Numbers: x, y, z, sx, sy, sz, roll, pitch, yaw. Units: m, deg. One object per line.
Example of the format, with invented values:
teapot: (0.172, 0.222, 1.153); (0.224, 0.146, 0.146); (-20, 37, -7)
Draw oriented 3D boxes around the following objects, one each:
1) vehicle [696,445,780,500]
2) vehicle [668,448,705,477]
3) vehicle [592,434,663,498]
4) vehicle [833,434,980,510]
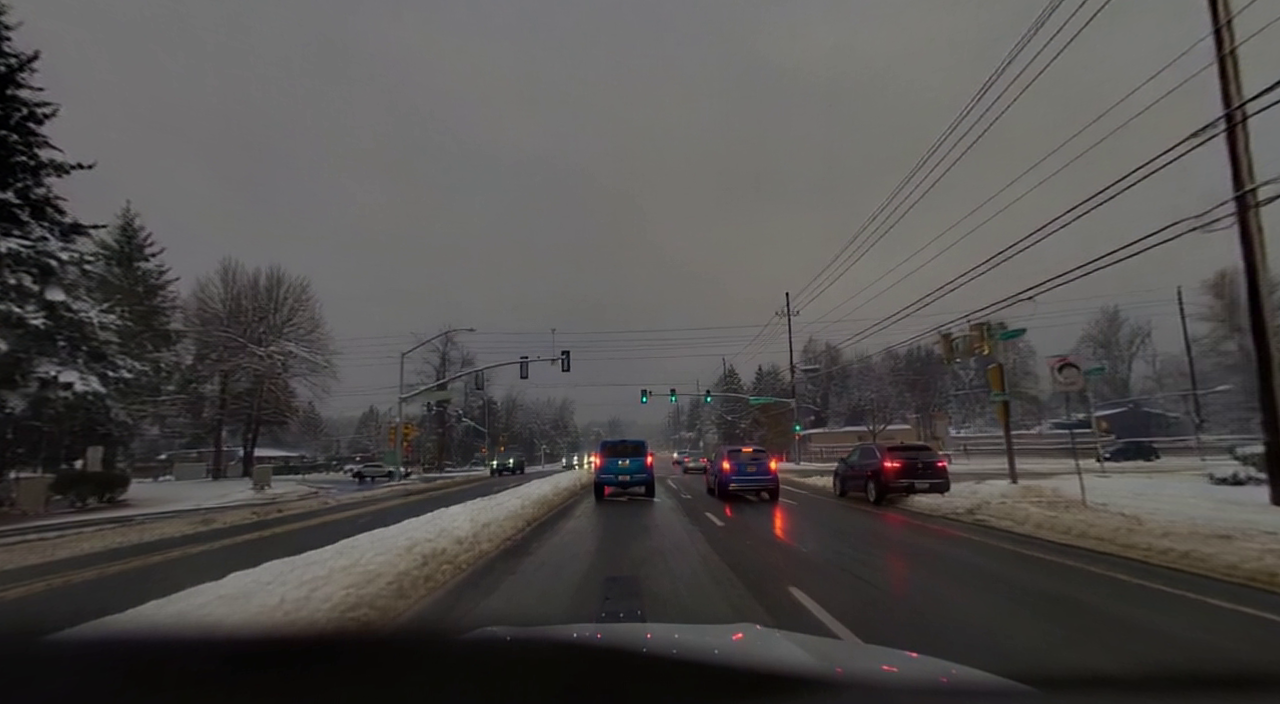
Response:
vehicle: (3.043, 3.823, 20.559); (1.880, 1.579, 4.401); (0, -9, -2)
vehicle: (2.928, 7.030, 40.535); (1.915, 1.765, 4.047); (0, -9, -2)
vehicle: (-0.418, 3.950, 22.216); (2.231, 1.998, 4.254); (0, -9, -1)
vehicle: (6.910, 3.126, 16.995); (1.929, 1.753, 4.396); (0, -9, -1)
